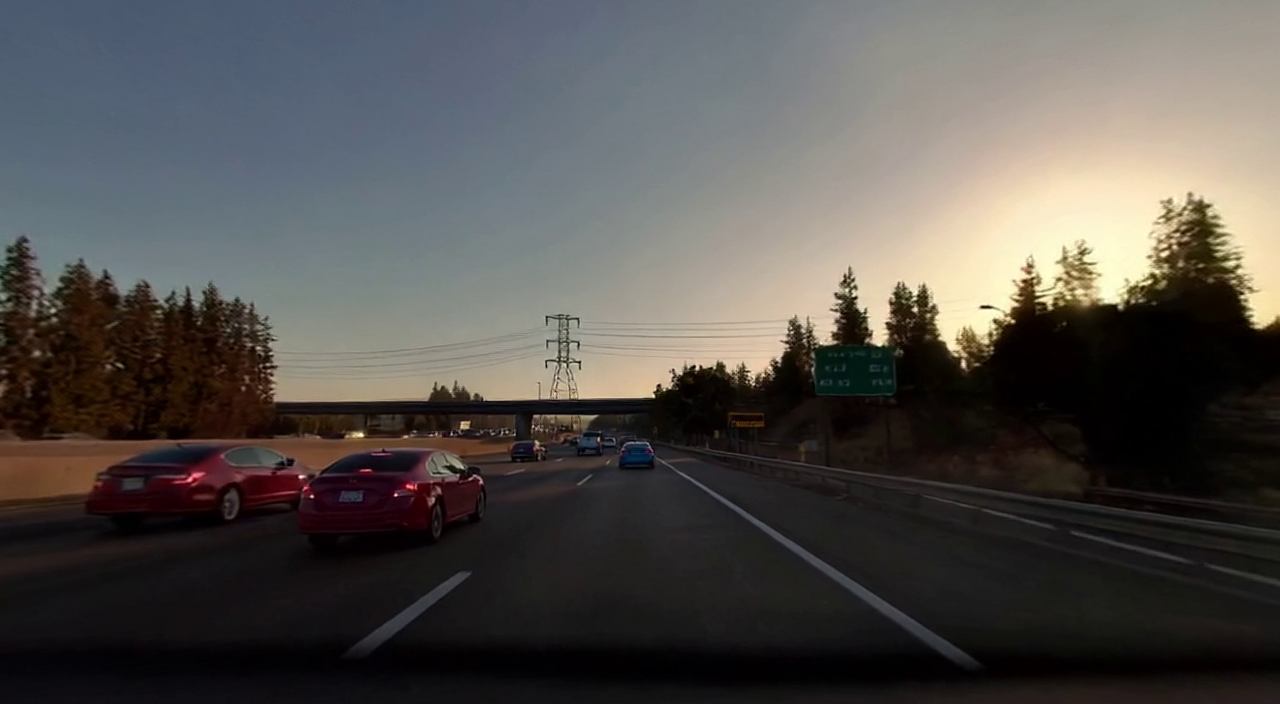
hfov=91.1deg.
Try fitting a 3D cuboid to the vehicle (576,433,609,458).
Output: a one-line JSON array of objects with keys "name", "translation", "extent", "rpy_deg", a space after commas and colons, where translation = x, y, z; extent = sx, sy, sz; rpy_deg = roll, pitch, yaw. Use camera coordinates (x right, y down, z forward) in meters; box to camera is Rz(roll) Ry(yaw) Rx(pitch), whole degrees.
[{"name": "vehicle", "translation": [-3.587, 7.107, 47.754], "extent": [2.174, 1.806, 3.932], "rpy_deg": [0, -8, 1]}]

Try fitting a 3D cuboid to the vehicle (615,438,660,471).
[{"name": "vehicle", "translation": [-0.117, 4.812, 29.609], "extent": [1.954, 1.460, 3.983], "rpy_deg": [0, -8, -1]}]

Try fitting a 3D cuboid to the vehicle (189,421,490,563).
[{"name": "vehicle", "translation": [-3.790, 1.846, 9.108], "extent": [2.035, 1.514, 4.600], "rpy_deg": [0, -8, 1]}]

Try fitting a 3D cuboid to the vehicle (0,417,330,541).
[{"name": "vehicle", "translation": [-7.481, 2.020, 10.664], "extent": [1.968, 1.614, 4.674], "rpy_deg": [0, -8, 1]}]

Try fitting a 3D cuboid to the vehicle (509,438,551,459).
[{"name": "vehicle", "translation": [-7.916, 6.991, 45.563], "extent": [2.053, 1.486, 5.050], "rpy_deg": [0, -8, 1]}]
